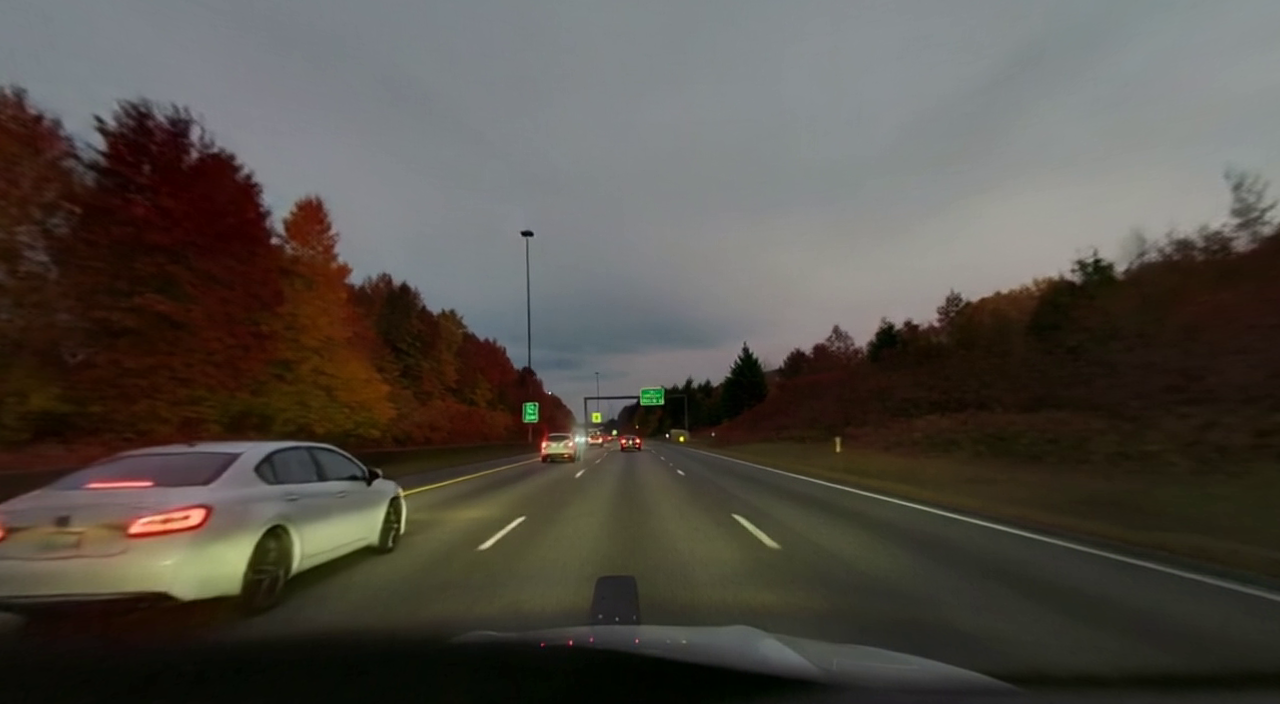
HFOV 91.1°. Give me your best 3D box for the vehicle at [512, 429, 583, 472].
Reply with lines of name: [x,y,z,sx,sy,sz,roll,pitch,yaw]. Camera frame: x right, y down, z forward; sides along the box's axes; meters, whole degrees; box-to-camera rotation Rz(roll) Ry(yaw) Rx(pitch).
vehicle: [-3.433,3.746,24.242,1.989,1.497,4.645,0,-8,0]

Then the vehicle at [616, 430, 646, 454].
vehicle: [-0.611,6.323,44.403,2.054,1.609,3.859,0,-8,0]
